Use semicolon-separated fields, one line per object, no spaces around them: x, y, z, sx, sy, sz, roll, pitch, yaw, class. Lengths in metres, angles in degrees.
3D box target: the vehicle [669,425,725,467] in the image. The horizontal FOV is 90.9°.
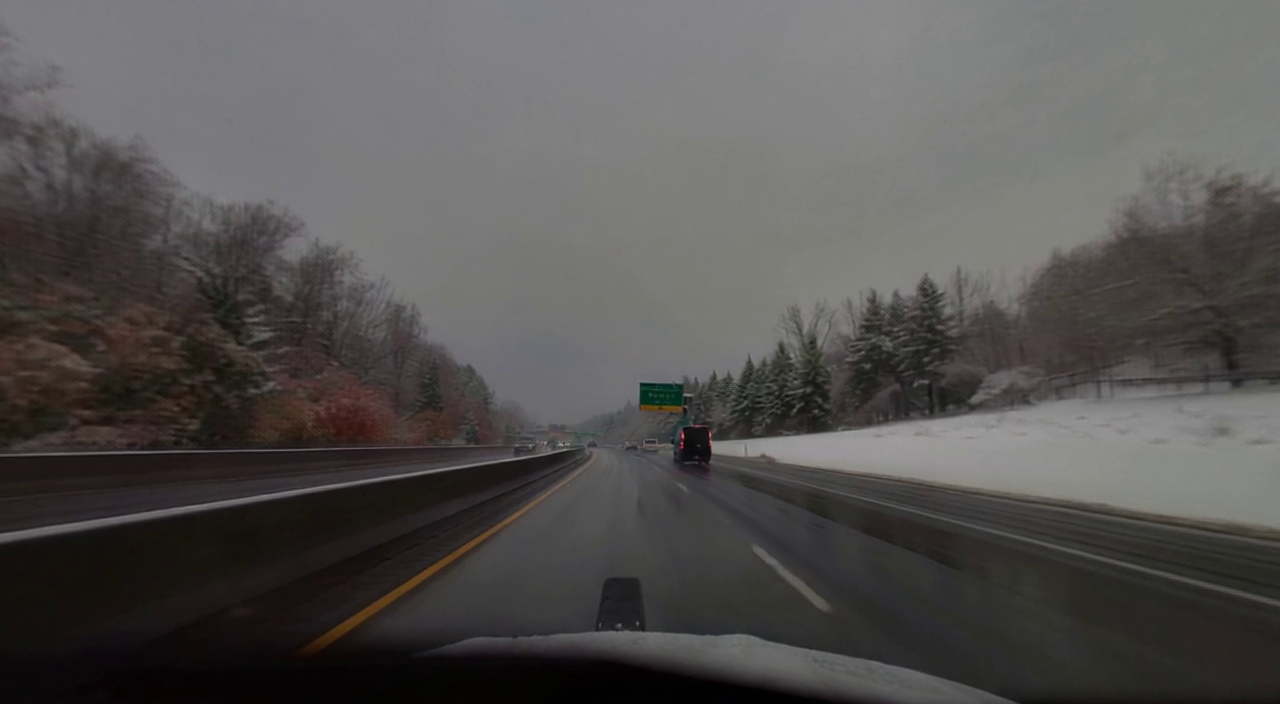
2.966;5.083;34.186;2.393;2.072;4.958;1;-8;-2;vehicle
